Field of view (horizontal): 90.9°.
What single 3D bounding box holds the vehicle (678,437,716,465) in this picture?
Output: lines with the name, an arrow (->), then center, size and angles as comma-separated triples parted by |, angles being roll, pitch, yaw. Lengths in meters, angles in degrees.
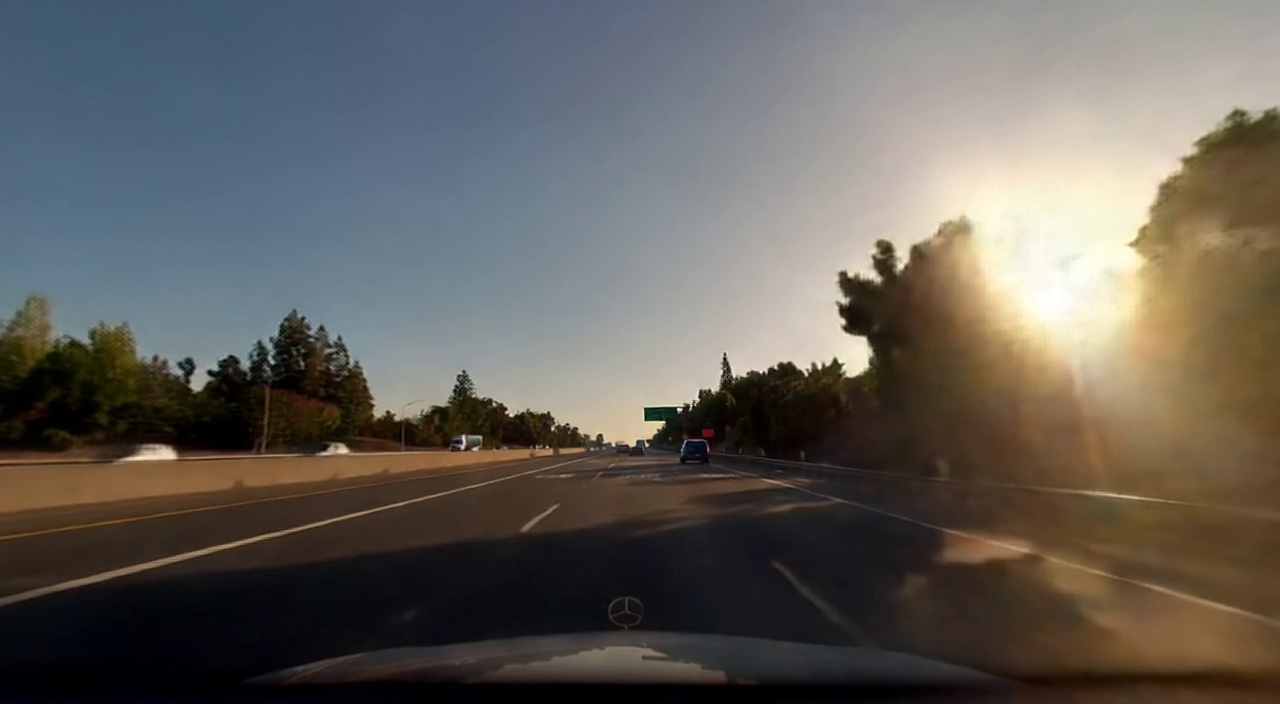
vehicle -> 4.115, 7.202, 46.141 | 2.172, 1.930, 4.879 | 0, -8, -2

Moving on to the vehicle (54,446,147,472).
vehicle -> -33.035, 6.528, 38.801 | 1.864, 1.460, 4.330 | 0, -8, 0
